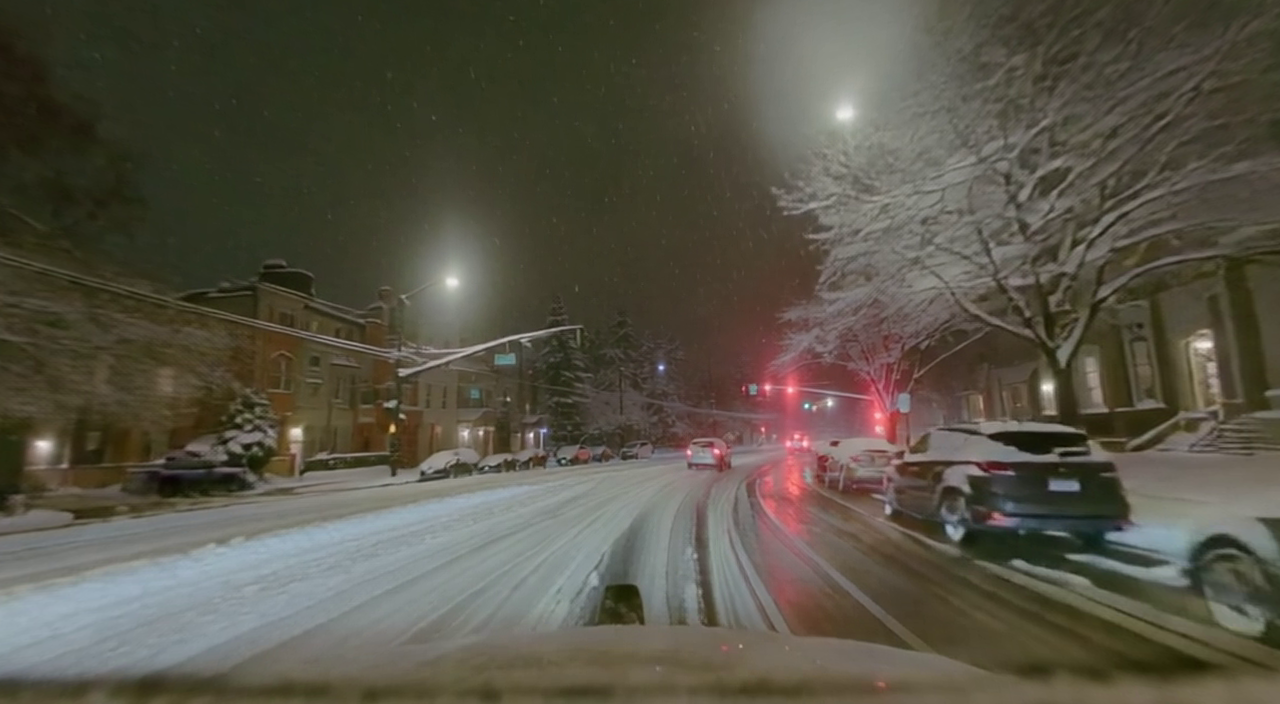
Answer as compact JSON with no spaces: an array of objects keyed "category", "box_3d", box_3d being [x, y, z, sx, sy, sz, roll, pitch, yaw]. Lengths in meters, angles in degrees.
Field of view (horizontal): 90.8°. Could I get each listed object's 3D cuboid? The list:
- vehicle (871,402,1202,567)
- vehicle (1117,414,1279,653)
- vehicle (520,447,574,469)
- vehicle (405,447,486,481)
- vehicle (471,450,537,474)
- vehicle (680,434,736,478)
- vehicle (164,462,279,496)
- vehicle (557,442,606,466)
[{"category":"vehicle","box_3d":[5.209,1.791,9.334,2.128,1.795,4.622,-1,-8,4]},{"category":"vehicle","box_3d":[5.065,1.063,3.292,1.879,1.547,4.378,-1,-8,3]},{"category":"vehicle","box_3d":[-6.370,7.294,43.713,1.880,1.450,4.627,-3,-9,17]},{"category":"vehicle","box_3d":[-9.609,5.528,31.635,1.918,1.508,4.353,-2,-8,13]},{"category":"vehicle","box_3d":[-8.084,6.562,38.048,1.893,1.310,4.719,-2,-9,15]},{"category":"vehicle","box_3d":[3.010,4.422,27.173,1.852,1.680,4.488,-2,-9,13]},{"category":"vehicle","box_3d":[-19.113,5.781,28.911,4.195,1.400,1.726,-1,-8,8]},{"category":"vehicle","box_3d":[-4.452,7.813,48.645,1.977,1.761,4.990,-3,-9,17]}]
